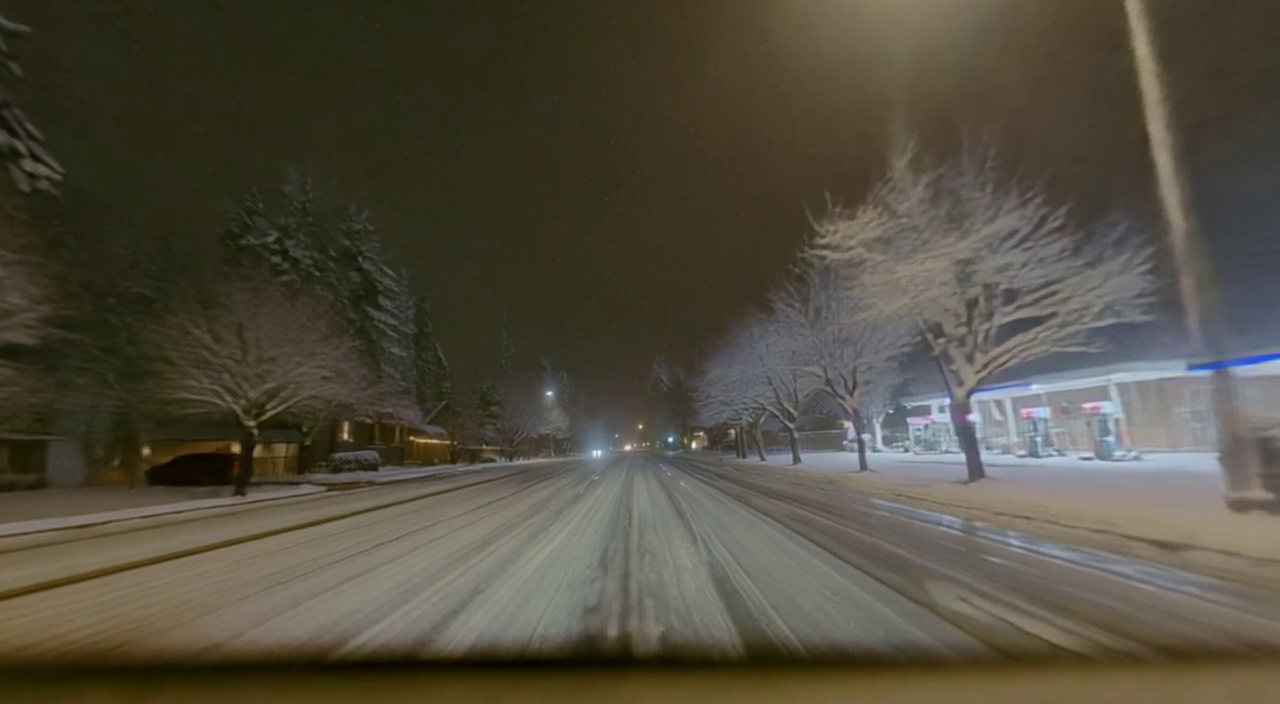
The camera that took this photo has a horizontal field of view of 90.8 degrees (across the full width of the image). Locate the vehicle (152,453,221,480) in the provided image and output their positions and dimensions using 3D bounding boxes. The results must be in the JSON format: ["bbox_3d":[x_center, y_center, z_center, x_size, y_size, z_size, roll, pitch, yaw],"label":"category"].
[{"bbox_3d":[-30.194,7.623,42.204,1.881,1.444,4.046,-3,-7,-5],"label":"vehicle"}]

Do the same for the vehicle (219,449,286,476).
[{"bbox_3d":[-25.322,7.205,41.422,1.760,1.598,3.881,-1,-9,2],"label":"vehicle"}]
